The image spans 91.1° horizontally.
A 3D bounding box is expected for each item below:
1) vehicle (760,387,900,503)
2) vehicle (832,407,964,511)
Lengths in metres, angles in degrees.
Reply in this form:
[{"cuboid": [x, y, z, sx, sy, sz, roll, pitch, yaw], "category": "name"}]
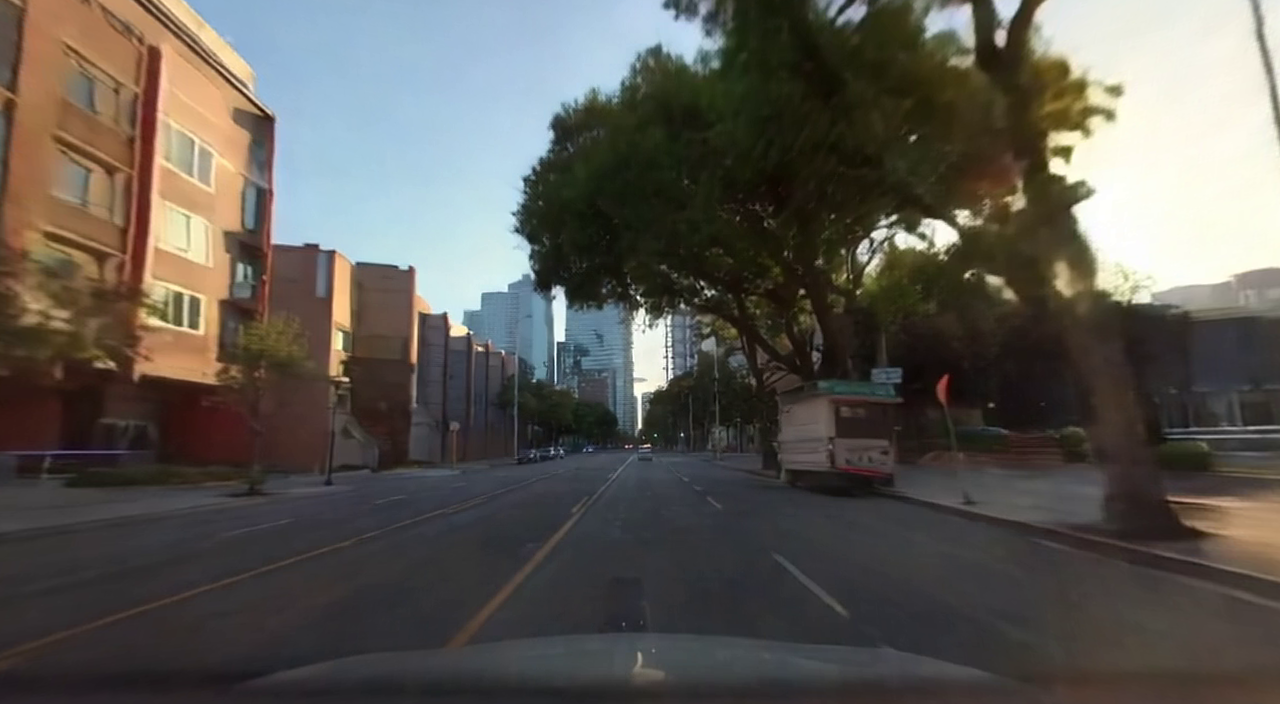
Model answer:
[{"cuboid": [6.037, 3.117, 21.152, 2.750, 3.269, 6.333, 0, -9, 1], "category": "vehicle"}, {"cuboid": [6.537, 2.737, 16.339, 2.021, 2.433, 3.088, 0, -8, -1], "category": "vehicle"}]
